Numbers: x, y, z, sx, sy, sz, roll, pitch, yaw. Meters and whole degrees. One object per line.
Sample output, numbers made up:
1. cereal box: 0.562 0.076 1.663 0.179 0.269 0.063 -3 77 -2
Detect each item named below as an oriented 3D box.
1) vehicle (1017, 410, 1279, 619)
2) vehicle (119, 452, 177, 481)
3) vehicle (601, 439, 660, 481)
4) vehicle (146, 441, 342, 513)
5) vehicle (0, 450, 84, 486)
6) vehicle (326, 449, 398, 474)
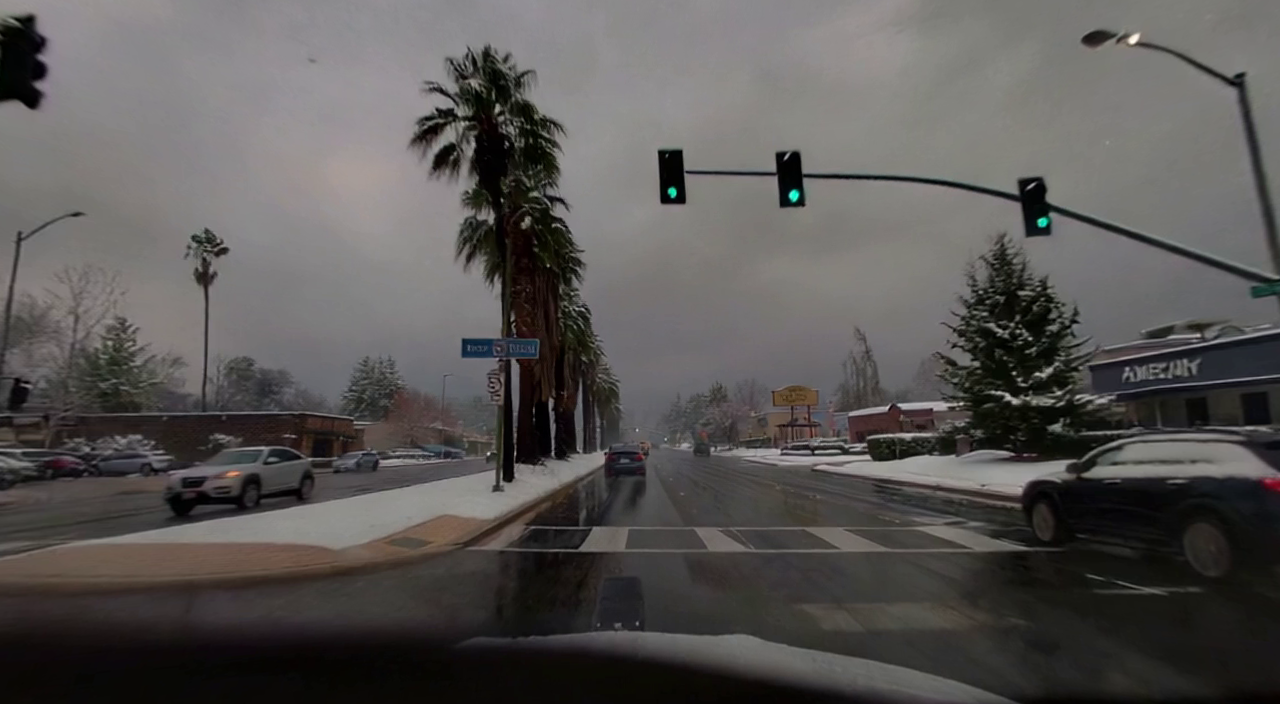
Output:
1. vehicle: 6.150 1.442 6.029 2.244 1.618 4.585 0 -9 0
2. vehicle: -27.795 6.455 35.837 2.033 1.488 4.497 5 -10 -32
3. vehicle: -0.349 4.181 24.716 2.106 1.496 3.964 0 -9 0
4. vehicle: -8.921 2.827 14.781 1.830 1.431 4.240 0 -9 0
5. vehicle: -32.039 5.936 32.674 2.031 1.736 5.062 0 -9 -1
6. vehicle: -18.348 7.214 41.907 1.968 1.524 4.390 -2 -9 15
